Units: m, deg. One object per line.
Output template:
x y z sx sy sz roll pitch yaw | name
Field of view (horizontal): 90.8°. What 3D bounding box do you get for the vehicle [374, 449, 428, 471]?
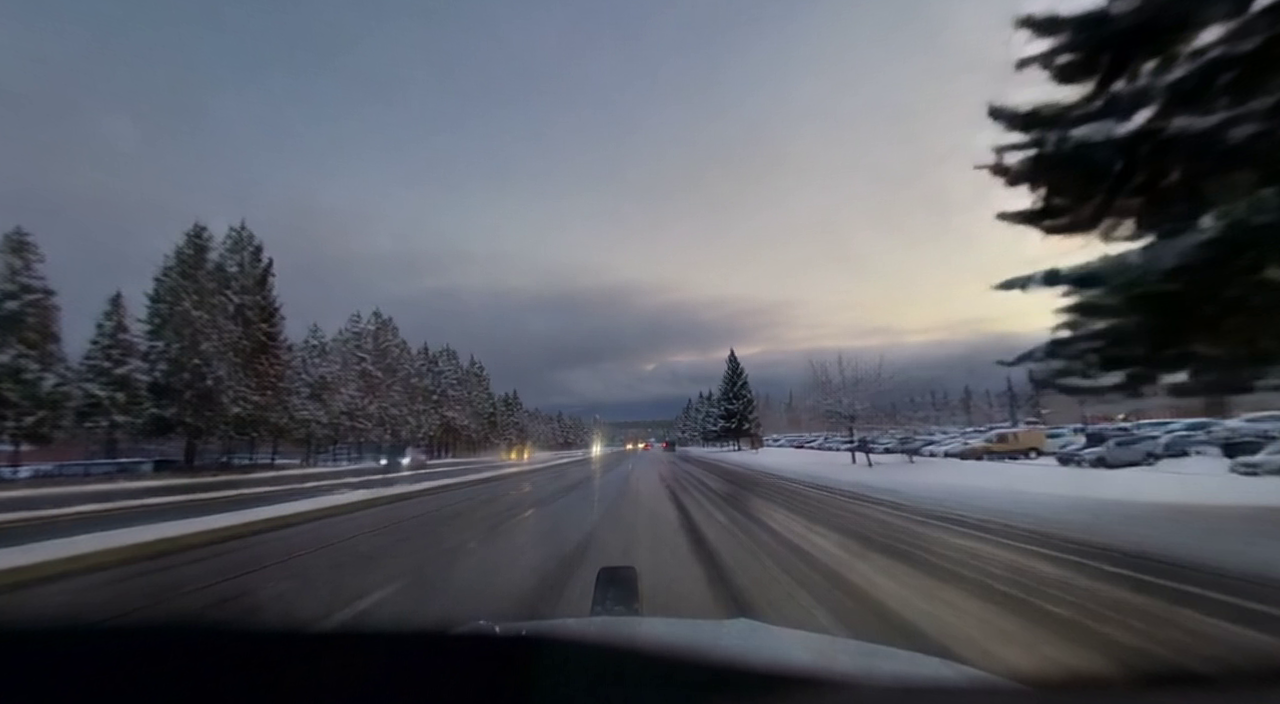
-17.141 7.752 45.565 1.907 1.483 4.643 0 -8 2 | vehicle
